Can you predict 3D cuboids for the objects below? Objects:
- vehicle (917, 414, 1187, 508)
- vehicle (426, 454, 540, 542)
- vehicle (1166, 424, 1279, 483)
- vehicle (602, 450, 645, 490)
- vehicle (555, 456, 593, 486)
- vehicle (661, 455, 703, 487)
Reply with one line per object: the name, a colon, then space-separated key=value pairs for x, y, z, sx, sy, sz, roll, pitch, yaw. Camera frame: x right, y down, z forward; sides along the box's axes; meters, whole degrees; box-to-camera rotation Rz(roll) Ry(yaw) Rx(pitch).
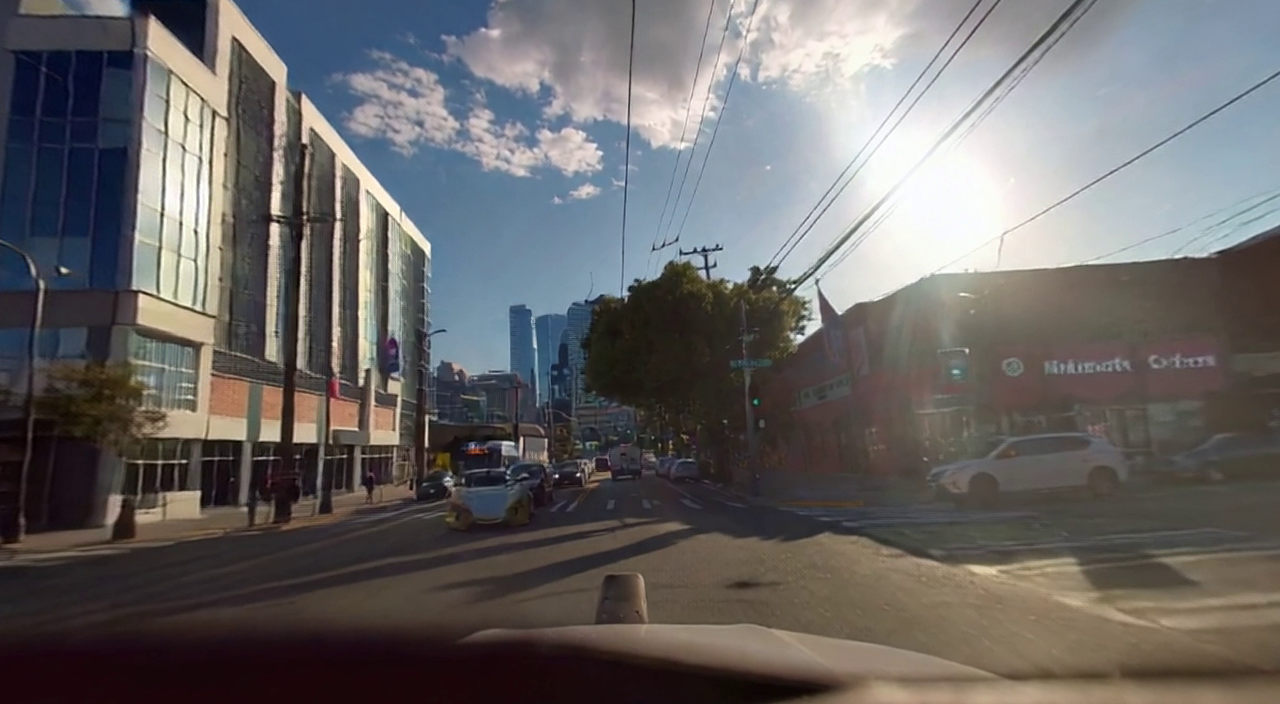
vehicle: x=9.974 y=2.718 z=15.782 sx=4.966 sy=1.826 sz=2.209 roll=-5 pitch=-9 yaw=6
vehicle: x=-3.719 y=3.481 z=15.709 sx=2.026 sy=1.616 sz=4.109 roll=-2 pitch=-7 yaw=-4
vehicle: x=18.366 y=2.948 z=18.505 sx=4.161 sy=1.586 sz=1.992 roll=0 pitch=-9 yaw=-3
vehicle: x=-0.909 y=6.171 z=33.370 sx=2.127 sy=1.893 sz=4.194 roll=0 pitch=-9 yaw=-3
vehicle: x=-4.140 y=7.518 z=40.136 sx=1.983 sy=1.727 sz=4.294 roll=0 pitch=-9 yaw=-1
vehicle: x=2.328 y=6.805 z=36.356 sx=1.934 sy=1.633 sz=4.271 roll=0 pitch=-9 yaw=-3
